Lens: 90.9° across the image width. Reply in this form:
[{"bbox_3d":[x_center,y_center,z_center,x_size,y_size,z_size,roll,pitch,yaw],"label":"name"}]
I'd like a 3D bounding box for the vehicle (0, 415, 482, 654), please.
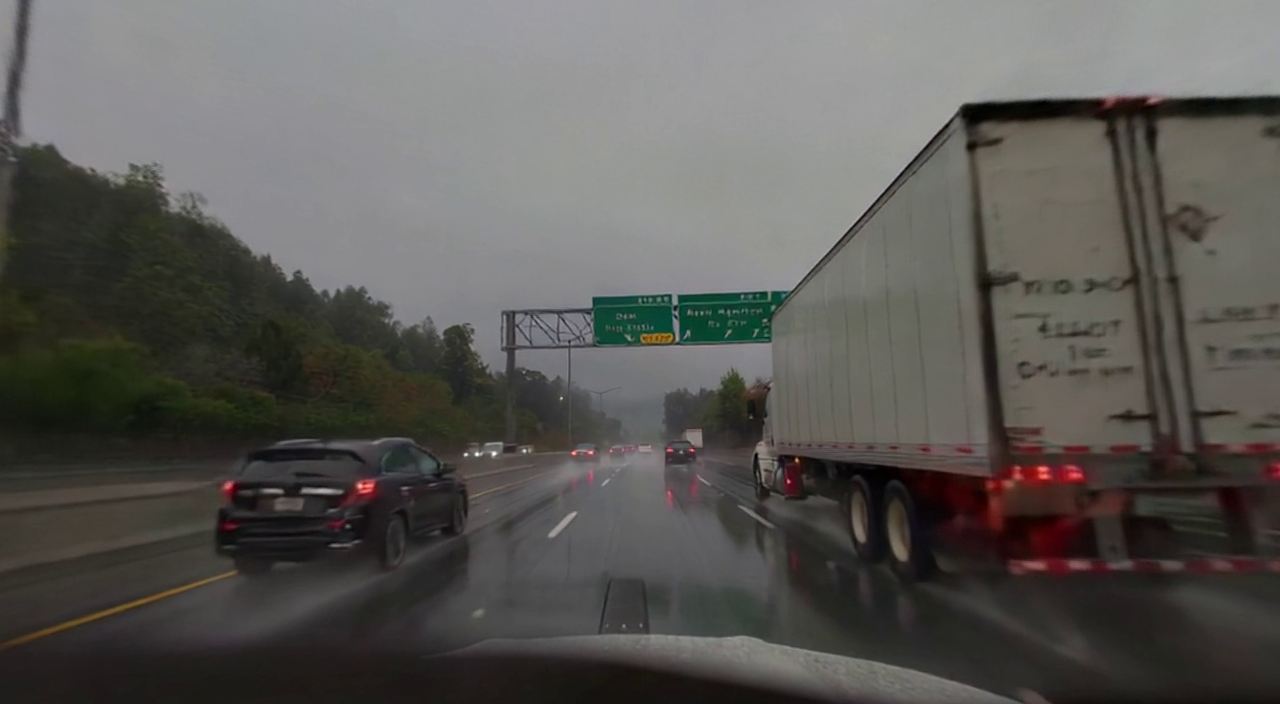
[{"bbox_3d":[-3.406,1.608,6.849,1.974,1.589,5.047,-1,-8,1],"label":"vehicle"}]

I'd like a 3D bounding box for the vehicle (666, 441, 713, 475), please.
[{"bbox_3d":[2.335,5.026,30.099,2.040,1.461,4.822,-1,-8,3],"label":"vehicle"}]

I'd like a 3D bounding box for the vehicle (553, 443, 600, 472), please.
[{"bbox_3d":[-3.459,5.838,35.129,2.099,1.494,4.504,-1,-8,1],"label":"vehicle"}]

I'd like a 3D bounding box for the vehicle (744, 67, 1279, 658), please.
[{"bbox_3d":[3.998,0.751,9.695,2.985,3.895,11.239,-1,-8,1],"label":"vehicle"}]
